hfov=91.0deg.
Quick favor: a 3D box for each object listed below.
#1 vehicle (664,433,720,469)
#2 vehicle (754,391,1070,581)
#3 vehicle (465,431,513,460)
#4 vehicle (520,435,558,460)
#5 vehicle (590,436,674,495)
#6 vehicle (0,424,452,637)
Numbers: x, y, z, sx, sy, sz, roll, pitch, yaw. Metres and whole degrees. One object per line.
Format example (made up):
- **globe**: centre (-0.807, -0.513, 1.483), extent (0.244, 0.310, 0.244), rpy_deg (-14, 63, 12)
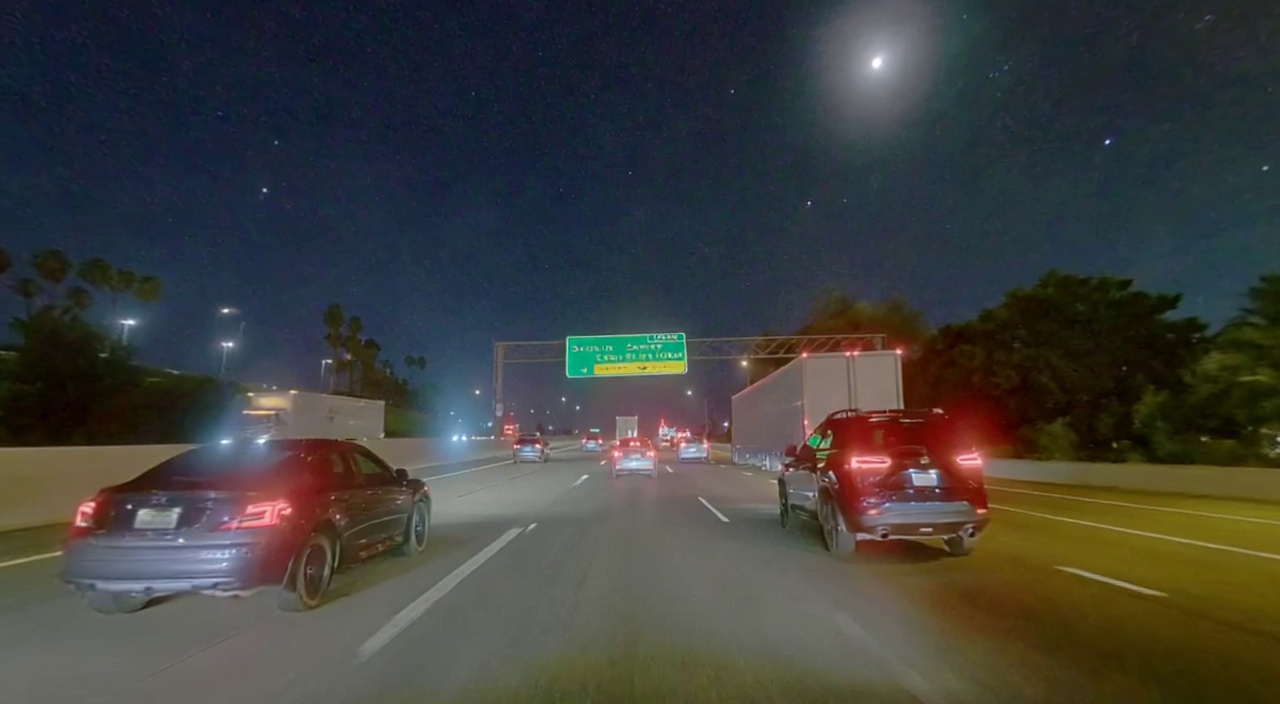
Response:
- **vehicle**: centre (2.795, 5.527, 35.290), extent (2.476, 1.843, 5.652), rpy_deg (0, -8, -2)
- **vehicle**: centre (3.111, 1.653, 8.565), extent (2.173, 1.870, 4.499), rpy_deg (0, -8, -1)
- **vehicle**: centre (-9.907, 6.216, 41.748), extent (2.131, 1.792, 4.757), rpy_deg (0, -8, -2)
- **vehicle**: centre (-6.961, 6.627, 43.804), extent (2.018, 1.675, 4.281), rpy_deg (0, -8, -2)
- **vehicle**: centre (-0.247, 3.167, 18.022), extent (2.136, 1.470, 3.971), rpy_deg (0, -8, -1)
- **vehicle**: centre (-3.631, 1.534, 6.532), extent (1.998, 1.423, 4.436), rpy_deg (0, -8, 0)
